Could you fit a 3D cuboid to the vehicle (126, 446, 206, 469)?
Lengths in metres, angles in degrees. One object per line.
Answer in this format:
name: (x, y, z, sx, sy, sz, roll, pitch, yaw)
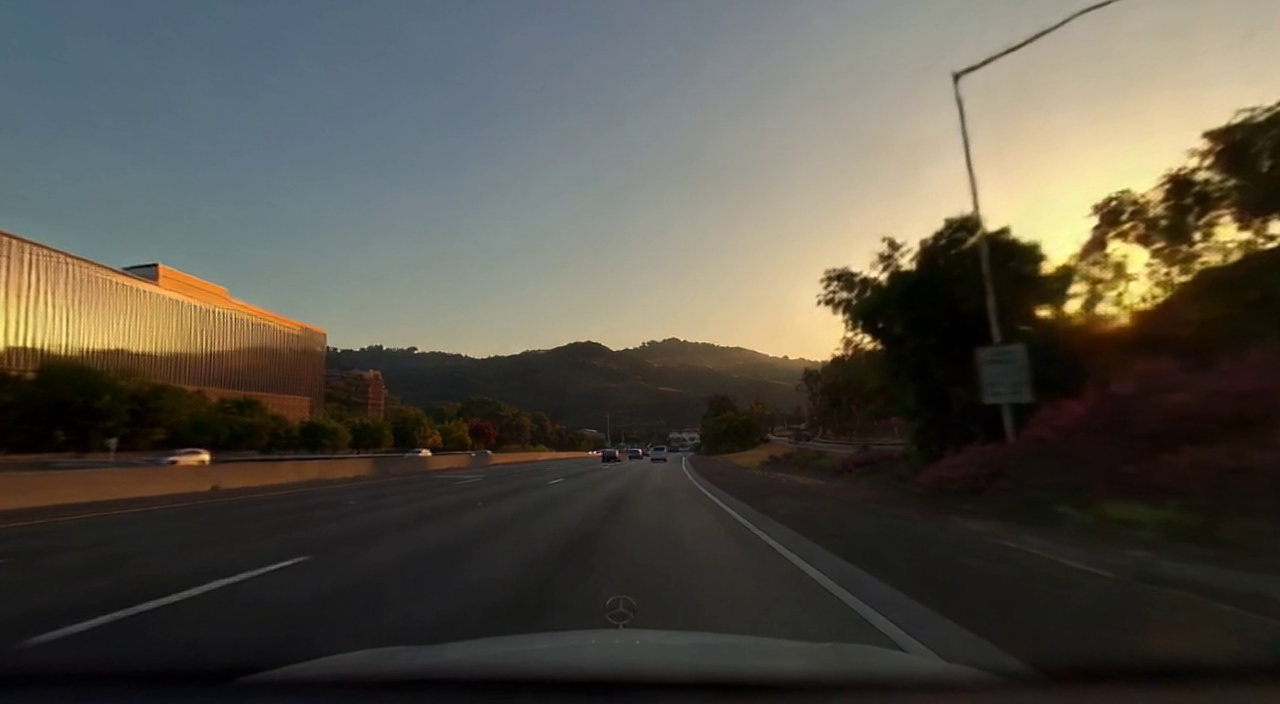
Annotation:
vehicle: (-35.719, 7.966, 47.791, 1.896, 1.640, 4.873, -1, -9, 8)
